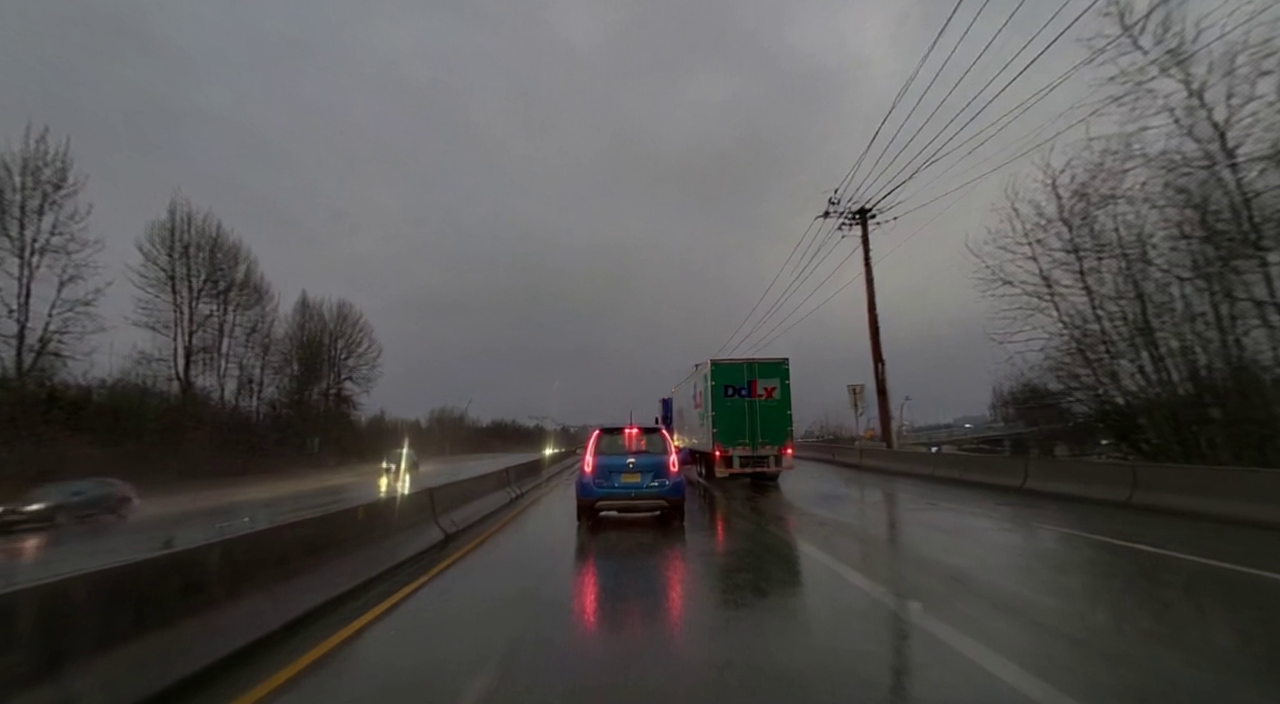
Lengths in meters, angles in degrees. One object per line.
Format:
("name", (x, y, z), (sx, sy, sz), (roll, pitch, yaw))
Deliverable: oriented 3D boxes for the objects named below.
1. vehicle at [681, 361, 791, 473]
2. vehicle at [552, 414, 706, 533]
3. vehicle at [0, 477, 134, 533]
("vehicle", (3.600, 2.827, 26.217), (2.835, 3.872, 8.916), (0, -8, -2))
("vehicle", (-0.185, 1.903, 10.455), (2.062, 1.581, 3.914), (0, -8, -1))
("vehicle", (-19.655, 5.106, 21.351), (1.794, 1.463, 3.891), (0, -8, -4))
